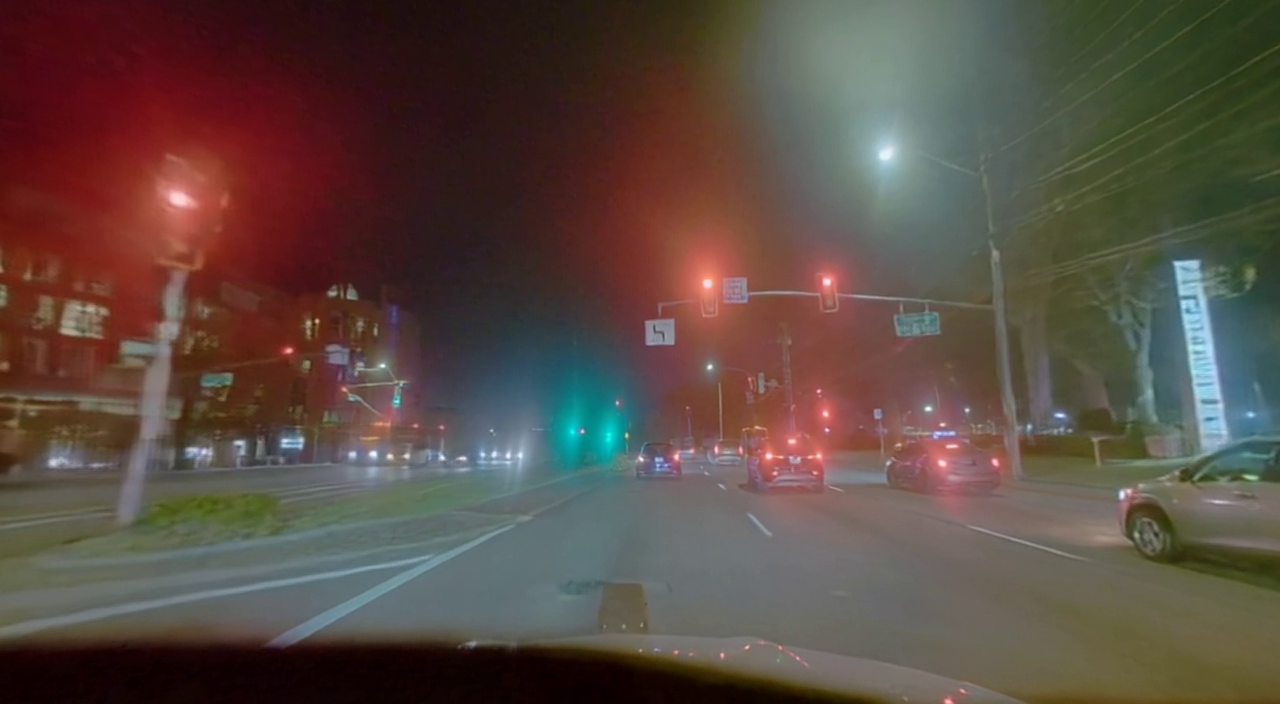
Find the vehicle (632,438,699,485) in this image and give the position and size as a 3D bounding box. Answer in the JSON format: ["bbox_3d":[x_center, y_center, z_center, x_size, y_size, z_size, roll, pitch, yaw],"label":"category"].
[{"bbox_3d":[0.915,3.855,22.540,2.168,1.527,4.174,-1,-8,3],"label":"vehicle"}]

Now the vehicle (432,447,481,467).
[{"bbox_3d":[-12.925,7.401,44.600,1.926,1.303,4.686,-1,-8,2],"label":"vehicle"}]

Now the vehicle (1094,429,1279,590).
[{"bbox_3d":[6.849,1.460,5.868,1.866,1.471,4.478,0,-8,0],"label":"vehicle"}]

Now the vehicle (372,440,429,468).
[{"bbox_3d":[-16.313,6.944,43.155,2.052,1.770,4.545,0,-8,1],"label":"vehicle"}]

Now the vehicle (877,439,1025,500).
[{"bbox_3d":[8.500,3.220,17.796,1.882,1.463,4.543,0,-8,0],"label":"vehicle"}]

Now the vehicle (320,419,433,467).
[{"bbox_3d":[-20.199,7.187,49.772,3.354,3.314,12.985,0,-8,0],"label":"vehicle"}]

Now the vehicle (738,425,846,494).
[{"bbox_3d":[4.380,3.199,19.100,2.119,1.810,4.848,0,-8,1],"label":"vehicle"}]

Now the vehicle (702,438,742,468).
[{"bbox_3d":[4.662,5.804,36.459,1.896,1.612,4.203,0,-8,2],"label":"vehicle"}]
